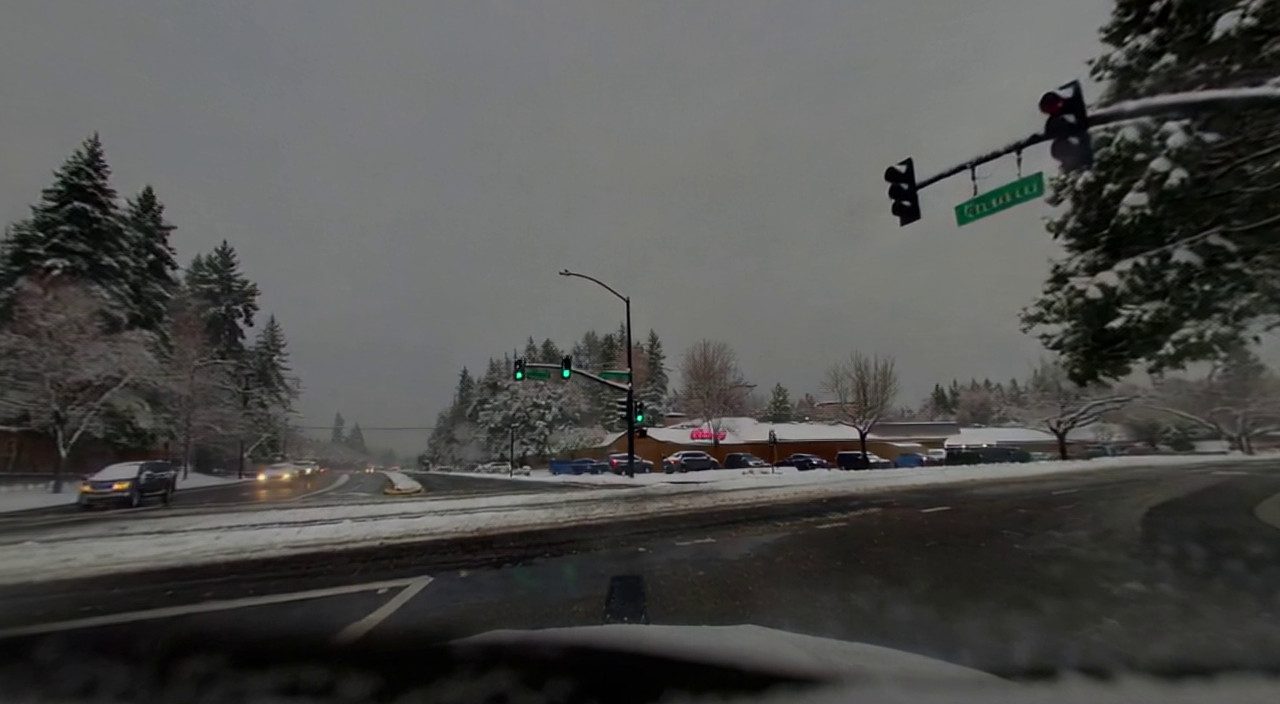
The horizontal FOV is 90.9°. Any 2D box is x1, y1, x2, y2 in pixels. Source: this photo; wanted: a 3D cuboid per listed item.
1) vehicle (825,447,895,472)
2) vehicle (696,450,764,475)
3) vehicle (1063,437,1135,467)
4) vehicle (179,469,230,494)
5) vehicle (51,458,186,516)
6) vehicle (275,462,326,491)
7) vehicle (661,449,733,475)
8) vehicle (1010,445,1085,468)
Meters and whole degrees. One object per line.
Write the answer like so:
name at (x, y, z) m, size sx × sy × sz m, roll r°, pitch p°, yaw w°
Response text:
vehicle at (15.741, 7.657, 45.069) m, size 4.530 × 1.696 × 1.979 m, roll 4°, pitch -10°, yaw -26°
vehicle at (6.498, 7.943, 45.399) m, size 4.375 × 1.685 × 2.045 m, roll 4°, pitch -9°, yaw -24°
vehicle at (30.251, 6.546, 41.481) m, size 4.781 × 1.849 × 2.355 m, roll 6°, pitch -11°, yaw -36°
vehicle at (-30.808, 9.134, 44.757) m, size 1.842 × 1.474 × 4.712 m, roll 3°, pitch -9°, yaw -21°
vehicle at (-19.236, 4.935, 23.578) m, size 2.124 × 1.793 × 4.709 m, roll 3°, pitch -9°, yaw -17°
vehicle at (-20.402, 7.483, 38.068) m, size 1.961 × 1.492 × 4.702 m, roll 3°, pitch -9°, yaw -20°
vehicle at (4.344, 8.289, 47.770) m, size 5.314 × 1.829 × 2.018 m, roll 6°, pitch -10°, yaw -33°
vehicle at (32.095, 8.181, 49.673) m, size 2.100 × 1.740 × 4.454 m, roll 8°, pitch -12°, yaw -42°
